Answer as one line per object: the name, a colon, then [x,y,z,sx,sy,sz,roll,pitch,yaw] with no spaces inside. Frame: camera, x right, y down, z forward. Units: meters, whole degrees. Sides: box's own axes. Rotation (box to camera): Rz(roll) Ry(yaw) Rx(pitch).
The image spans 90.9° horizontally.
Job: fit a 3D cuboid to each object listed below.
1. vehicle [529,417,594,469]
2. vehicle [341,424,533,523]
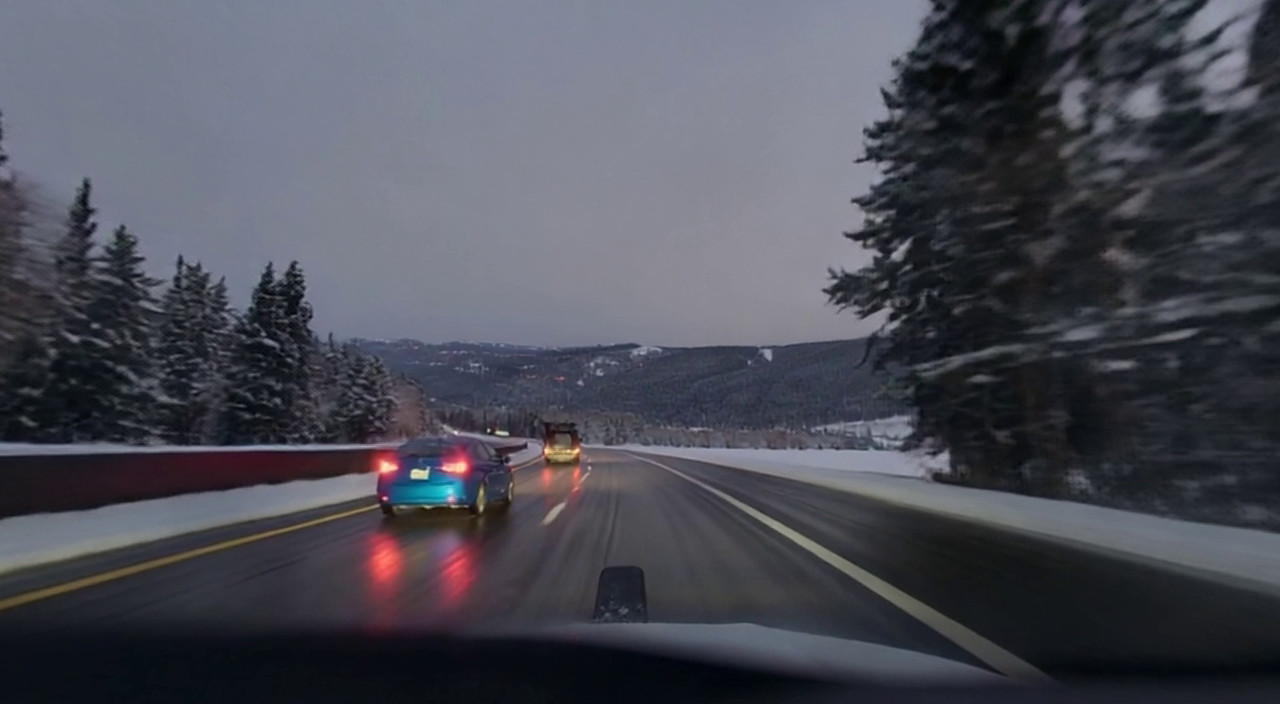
vehicle: [-3.542,4.297,29.720,2.444,2.204,5.568,0,-8,-1]
vehicle: [-3.540,2.214,12.105,2.097,1.511,4.585,0,-8,1]
